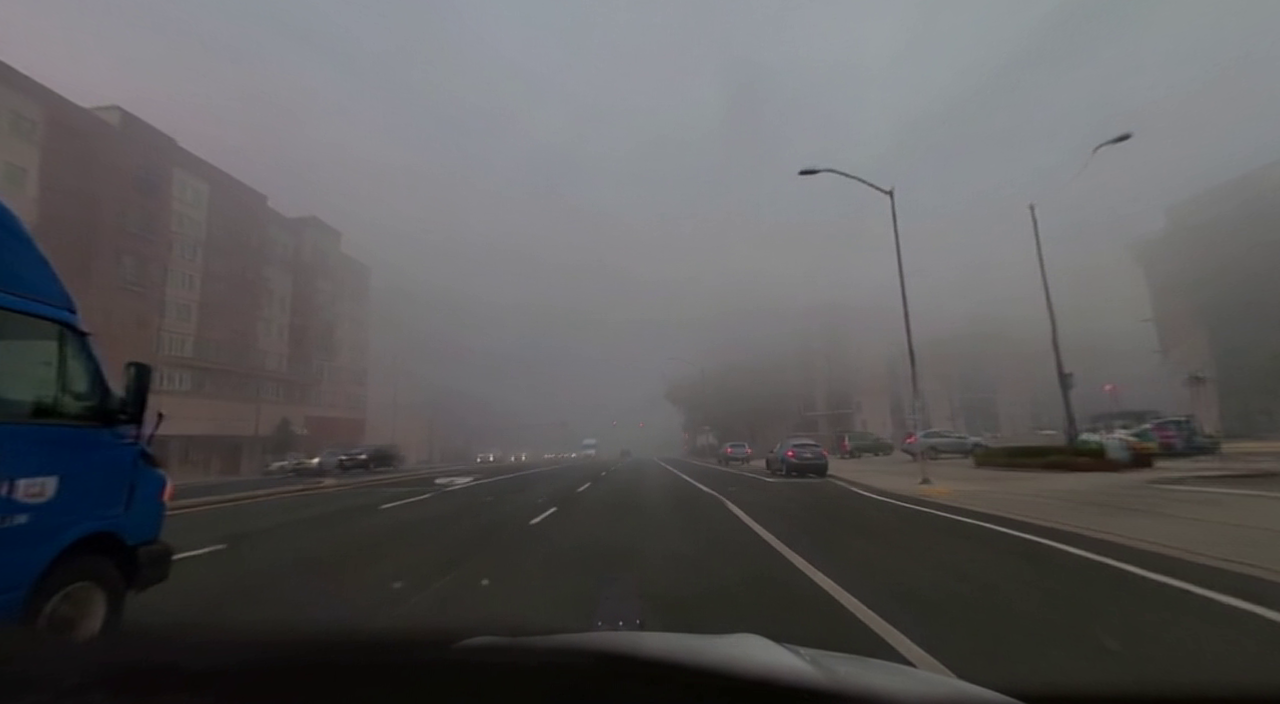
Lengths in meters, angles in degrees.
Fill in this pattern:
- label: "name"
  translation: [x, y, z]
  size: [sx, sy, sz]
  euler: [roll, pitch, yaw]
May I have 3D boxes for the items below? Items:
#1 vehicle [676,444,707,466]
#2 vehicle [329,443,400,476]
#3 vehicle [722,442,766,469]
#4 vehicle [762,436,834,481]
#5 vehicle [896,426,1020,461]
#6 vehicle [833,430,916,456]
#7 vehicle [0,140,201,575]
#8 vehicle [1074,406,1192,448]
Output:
- label: "vehicle"
  translation: [3.741, 7.505, 46.354]
  size: [1.878, 1.534, 4.120]
  euler: [0, -8, 0]
- label: "vehicle"
  translation: [-15.161, 5.905, 35.084]
  size: [2.014, 1.700, 4.308]
  euler: [0, -8, 0]
- label: "vehicle"
  translation: [6.881, 6.861, 42.169]
  size: [2.063, 1.631, 4.507]
  euler: [0, -8, -1]
- label: "vehicle"
  translation: [6.635, 4.517, 27.101]
  size: [2.175, 1.770, 4.373]
  euler: [-1, -8, 3]
- label: "vehicle"
  translation: [15.233, 4.410, 30.495]
  size: [4.830, 1.605, 1.982]
  euler: [-1, -9, 4]
- label: "vehicle"
  translation: [15.048, 5.856, 40.707]
  size: [4.527, 1.637, 1.887]
  euler: [0, -8, -1]
- label: "vehicle"
  translation: [-5.737, -0.225, 2.449]
  size: [2.763, 2.974, 7.562]
  euler: [0, -8, -2]
- label: "vehicle"
  translation: [30.715, 4.748, 39.539]
  size: [5.204, 2.465, 2.316]
  euler: [-1, -8, 5]
